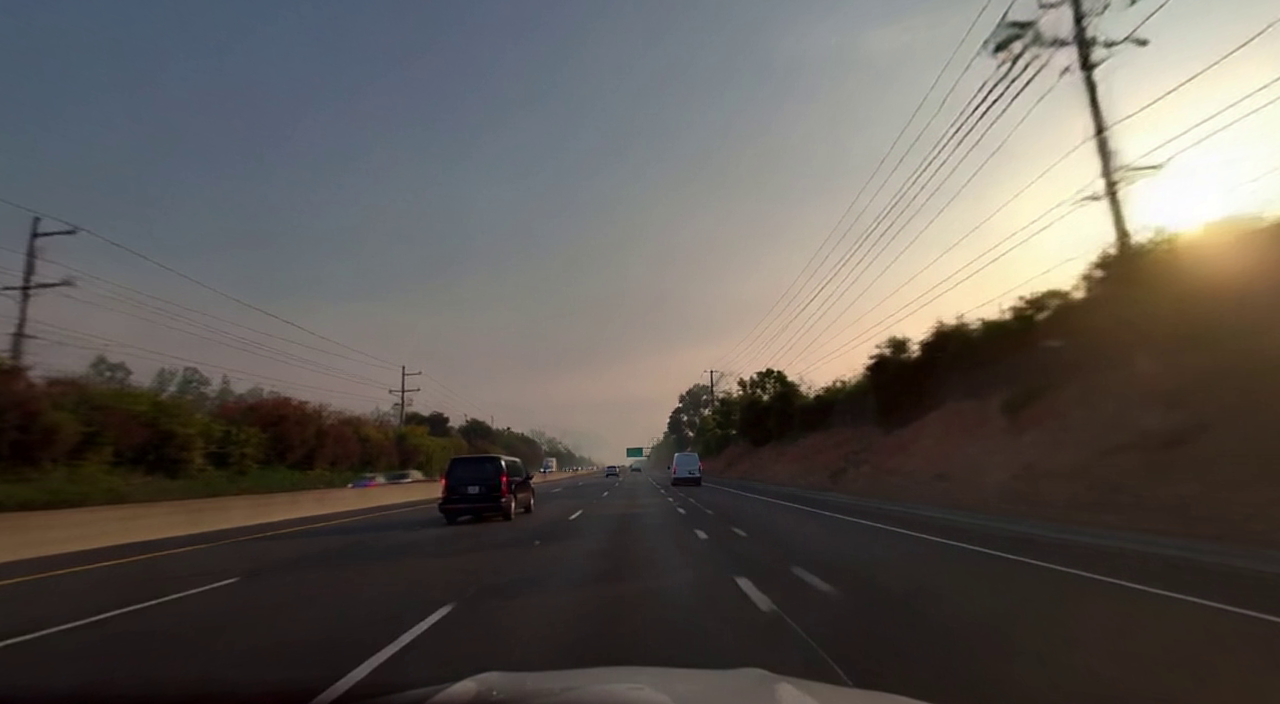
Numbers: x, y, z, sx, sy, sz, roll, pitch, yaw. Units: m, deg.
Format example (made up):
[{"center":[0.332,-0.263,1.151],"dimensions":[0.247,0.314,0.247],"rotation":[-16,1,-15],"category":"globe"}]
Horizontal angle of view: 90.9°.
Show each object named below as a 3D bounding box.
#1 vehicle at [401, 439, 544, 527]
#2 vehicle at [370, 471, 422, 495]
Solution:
[{"center":[-3.798,3.129,15.349],"dimensions":[2.153,1.756,4.730],"rotation":[1,-10,0],"category":"vehicle"},{"center":[-16.609,8.893,43.038],"dimensions":[1.846,1.505,4.196],"rotation":[1,-10,0],"category":"vehicle"}]
